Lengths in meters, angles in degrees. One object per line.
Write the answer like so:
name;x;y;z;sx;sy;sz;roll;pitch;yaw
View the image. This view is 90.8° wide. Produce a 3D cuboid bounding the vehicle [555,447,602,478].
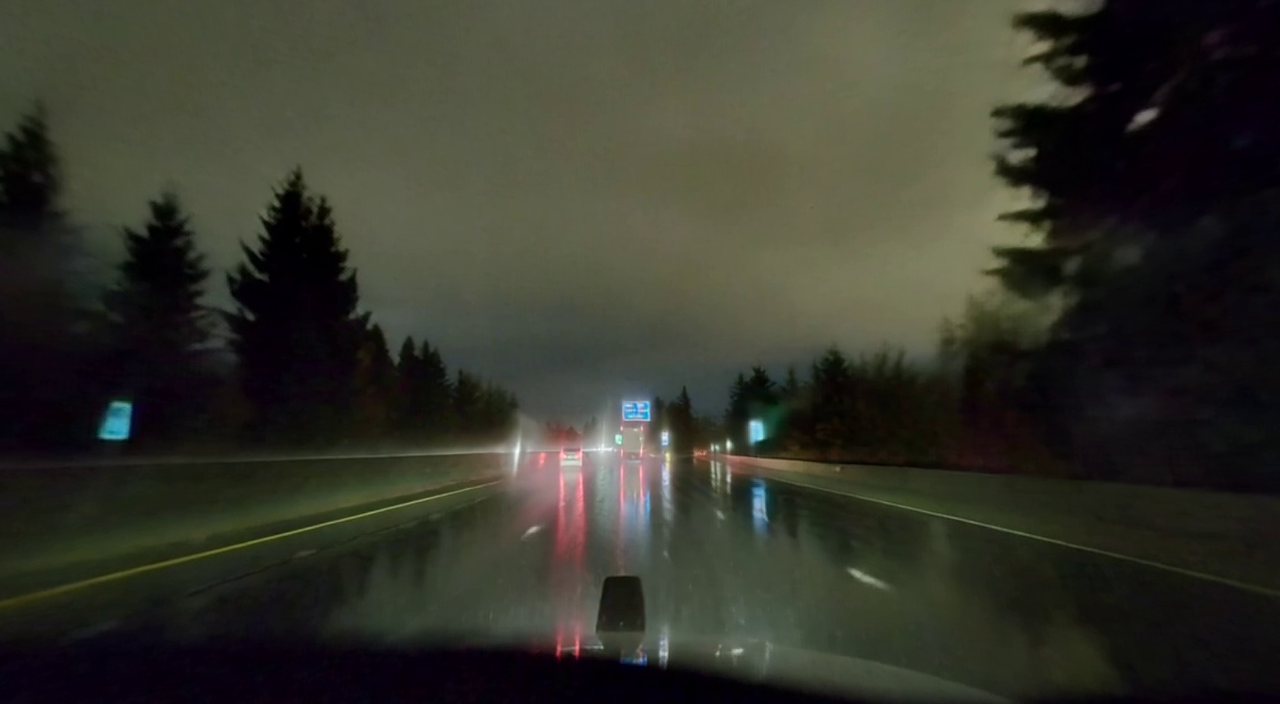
vehicle;-3.242;5.962;34.309;2.184;1.574;5.004;0;-9;-1
